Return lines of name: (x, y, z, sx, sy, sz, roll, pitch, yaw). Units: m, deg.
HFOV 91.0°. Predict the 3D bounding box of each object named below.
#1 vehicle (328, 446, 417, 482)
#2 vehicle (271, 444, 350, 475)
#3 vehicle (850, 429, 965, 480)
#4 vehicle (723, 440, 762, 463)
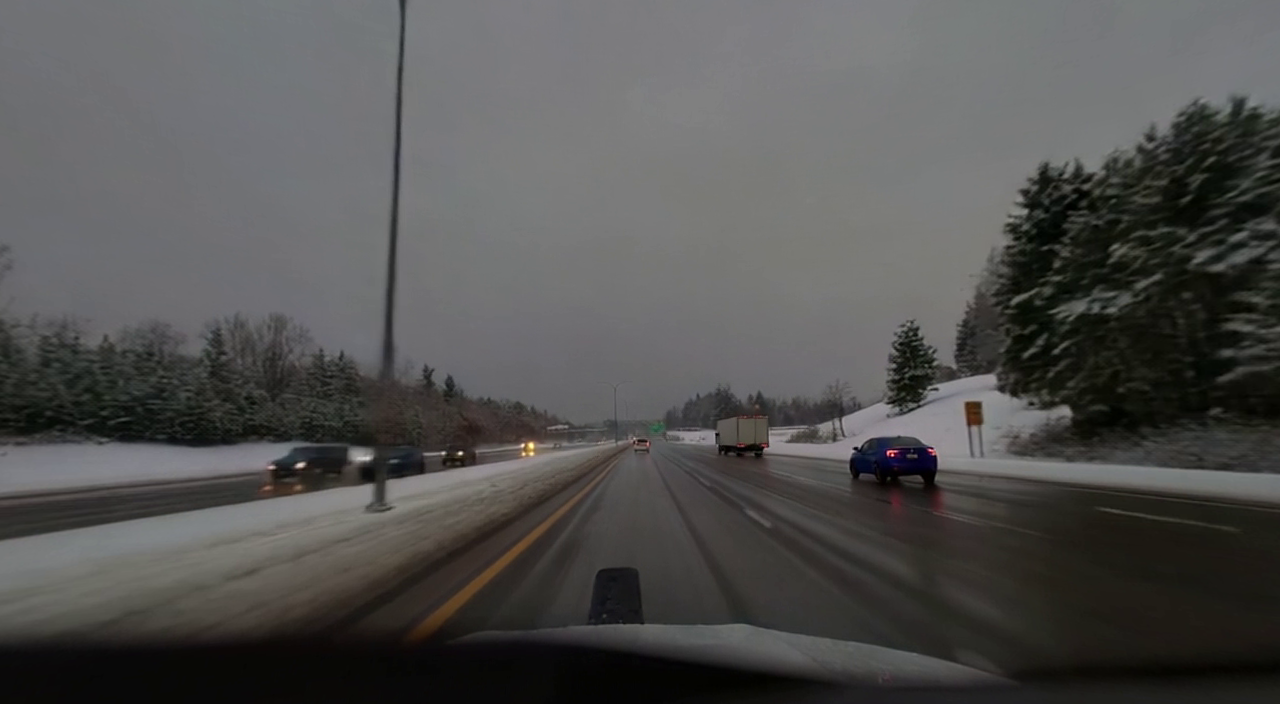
vehicle: (-12.824, 5.403, 30.638, 2.184, 1.581, 4.768, 0, -9, 1)
vehicle: (-20.706, 6.761, 39.852, 2.032, 1.777, 5.300, 0, -9, 1)
vehicle: (11.127, 4.321, 26.782, 2.387, 1.936, 5.646, 0, -9, 0)
vehicle: (7.540, 7.358, 46.683, 2.053, 1.553, 4.463, 0, -9, -1)
